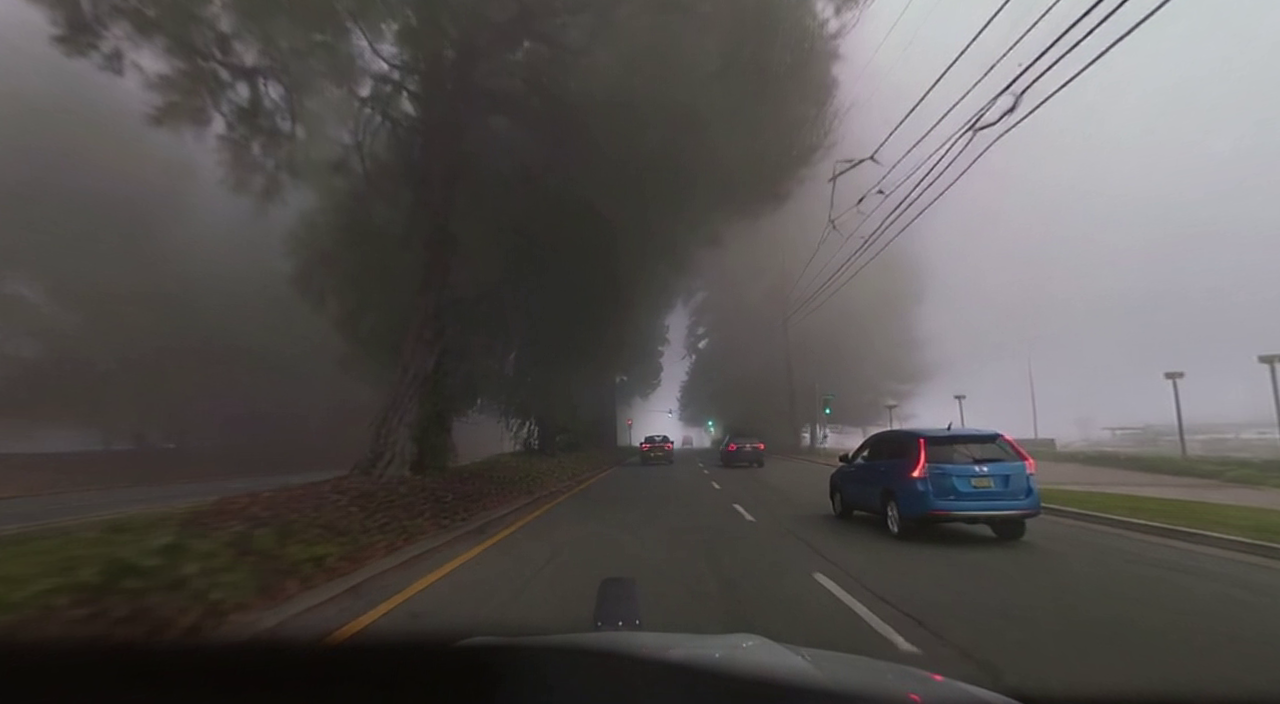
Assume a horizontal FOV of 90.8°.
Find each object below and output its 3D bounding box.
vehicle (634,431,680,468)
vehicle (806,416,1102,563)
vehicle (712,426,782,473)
[{"bbox_3d":[0.852,4.981,32.278,2.163,1.746,4.073,-1,-8,1],"label":"vehicle"},{"bbox_3d":[3.868,1.755,8.819,1.881,1.512,4.294,0,-8,0],"label":"vehicle"},{"bbox_3d":[4.593,4.287,27.964,2.254,1.840,4.918,-1,-8,0],"label":"vehicle"}]
